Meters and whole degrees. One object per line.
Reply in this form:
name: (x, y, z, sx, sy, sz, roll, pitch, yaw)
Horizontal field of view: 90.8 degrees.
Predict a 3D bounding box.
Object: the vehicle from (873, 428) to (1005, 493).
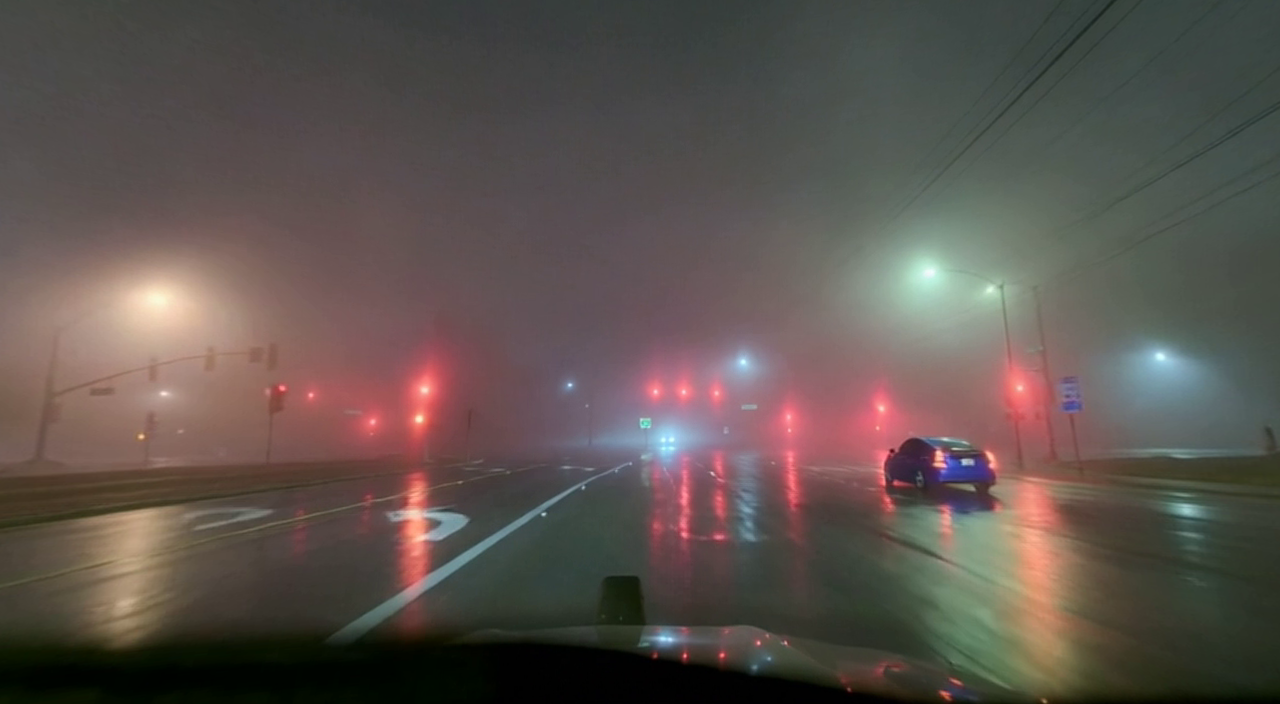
vehicle: (7.899, 2.885, 17.104, 1.797, 1.544, 3.685, 0, -9, 1)
